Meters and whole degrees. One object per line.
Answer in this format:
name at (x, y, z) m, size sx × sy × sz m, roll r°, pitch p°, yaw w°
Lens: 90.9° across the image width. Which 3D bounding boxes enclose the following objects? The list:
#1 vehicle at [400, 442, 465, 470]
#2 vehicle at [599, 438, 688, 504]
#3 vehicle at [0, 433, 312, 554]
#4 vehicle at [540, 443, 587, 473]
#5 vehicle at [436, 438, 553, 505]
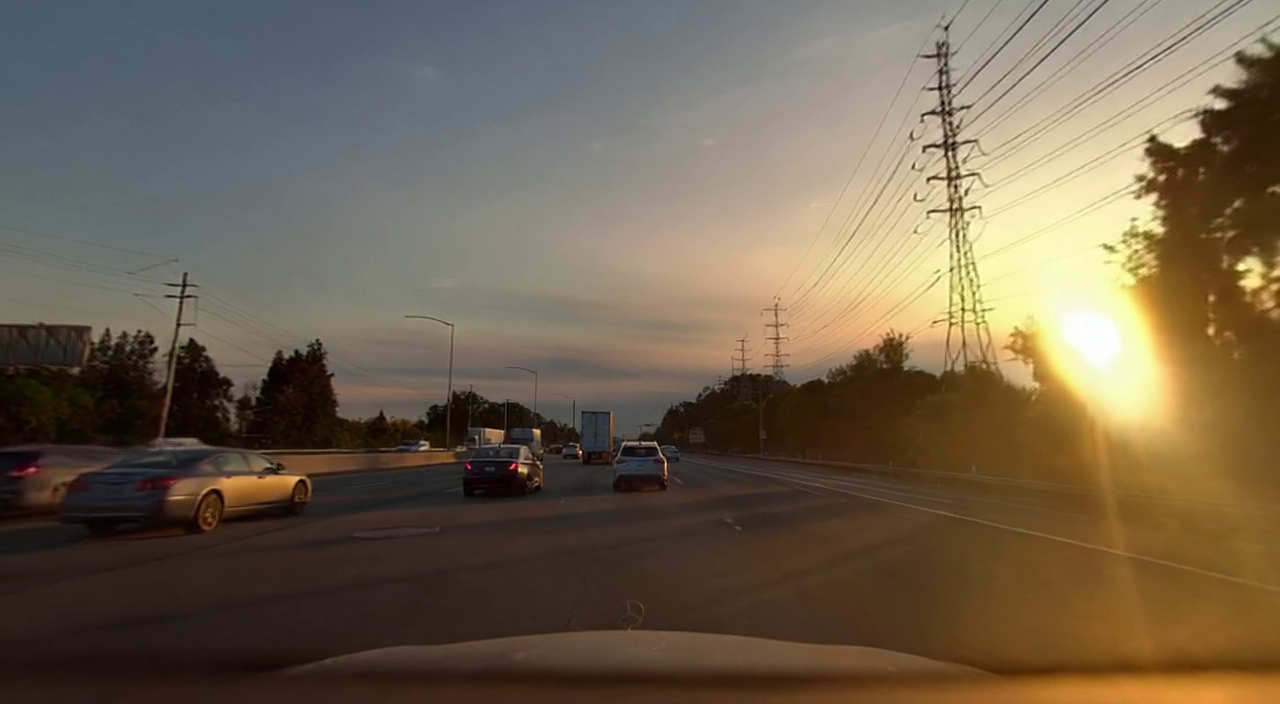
vehicle at (-11.974, 6.057, 36.779) m, size 2.089 × 1.500 × 4.780 m, roll 0°, pitch -9°, yaw 1°
vehicle at (0.025, 3.037, 16.568) m, size 2.018 × 1.470 × 4.491 m, roll 0°, pitch -9°, yaw -1°
vehicle at (-7.359, 2.057, 9.941) m, size 1.867 × 1.445 × 4.499 m, roll 0°, pitch -9°, yaw 1°
vehicle at (-3.911, 5.483, 32.826) m, size 2.013 × 1.437 × 3.801 m, roll 0°, pitch -9°, yaw 0°
vehicle at (-3.490, 2.944, 15.953) m, size 1.912 × 1.464 × 4.115 m, roll 0°, pitch -9°, yaw 1°
